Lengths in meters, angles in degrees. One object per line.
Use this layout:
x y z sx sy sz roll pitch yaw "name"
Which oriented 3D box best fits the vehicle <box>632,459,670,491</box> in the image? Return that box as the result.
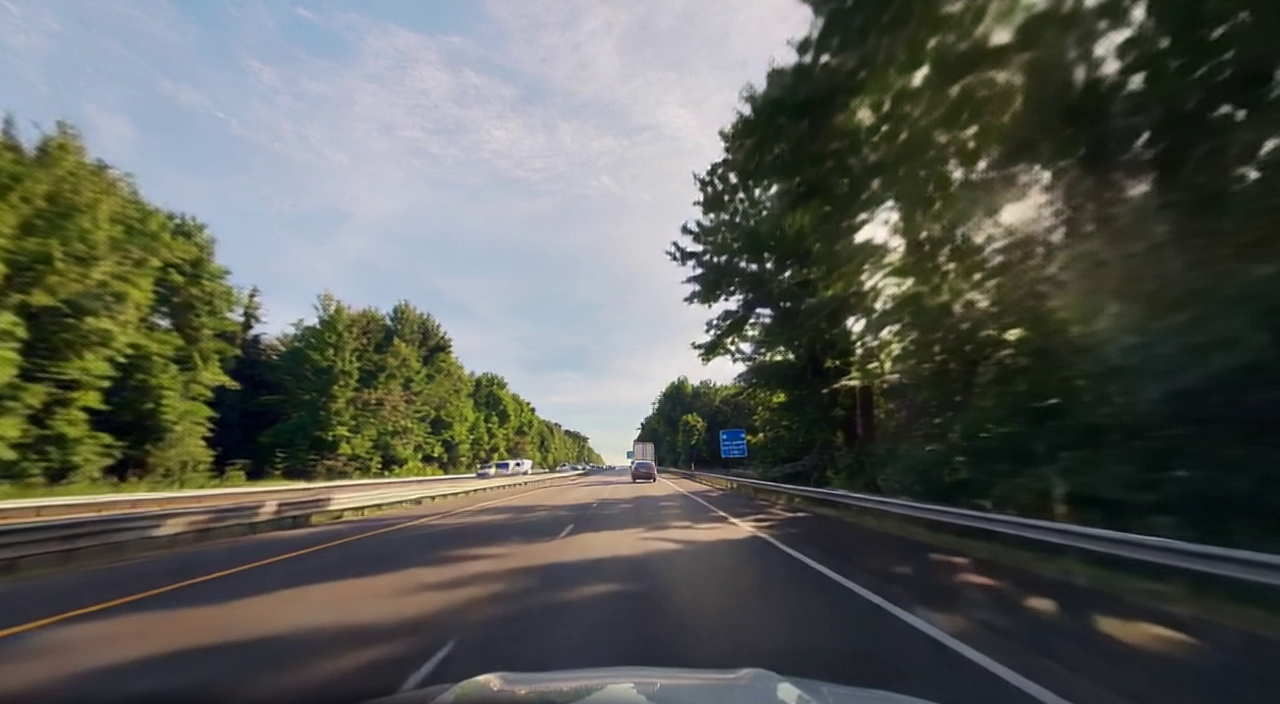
0.620 7.088 36.338 2.048 1.663 4.377 1 -10 0 "vehicle"
